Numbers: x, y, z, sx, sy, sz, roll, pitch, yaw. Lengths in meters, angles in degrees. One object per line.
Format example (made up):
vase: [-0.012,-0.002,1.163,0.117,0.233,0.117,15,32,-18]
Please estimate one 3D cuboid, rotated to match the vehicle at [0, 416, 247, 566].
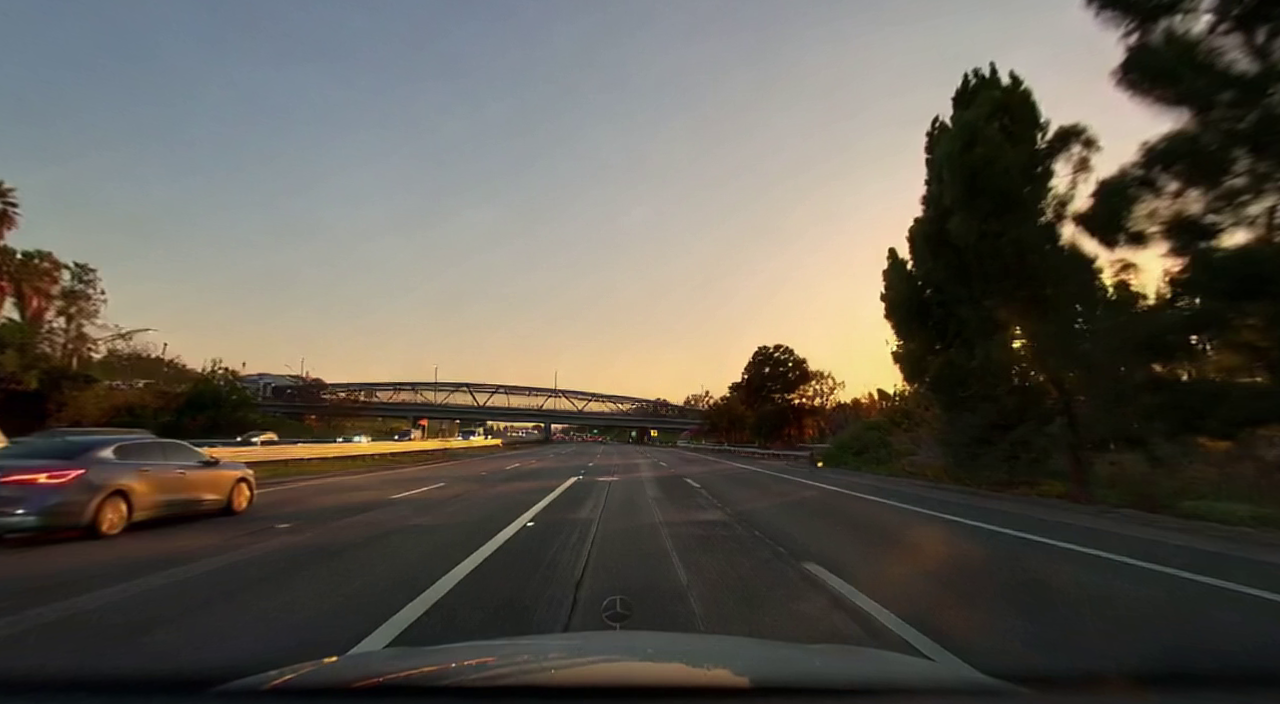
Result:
vehicle: [-7.377,1.631,8.043,1.979,1.476,4.324,0,-8,-1]
